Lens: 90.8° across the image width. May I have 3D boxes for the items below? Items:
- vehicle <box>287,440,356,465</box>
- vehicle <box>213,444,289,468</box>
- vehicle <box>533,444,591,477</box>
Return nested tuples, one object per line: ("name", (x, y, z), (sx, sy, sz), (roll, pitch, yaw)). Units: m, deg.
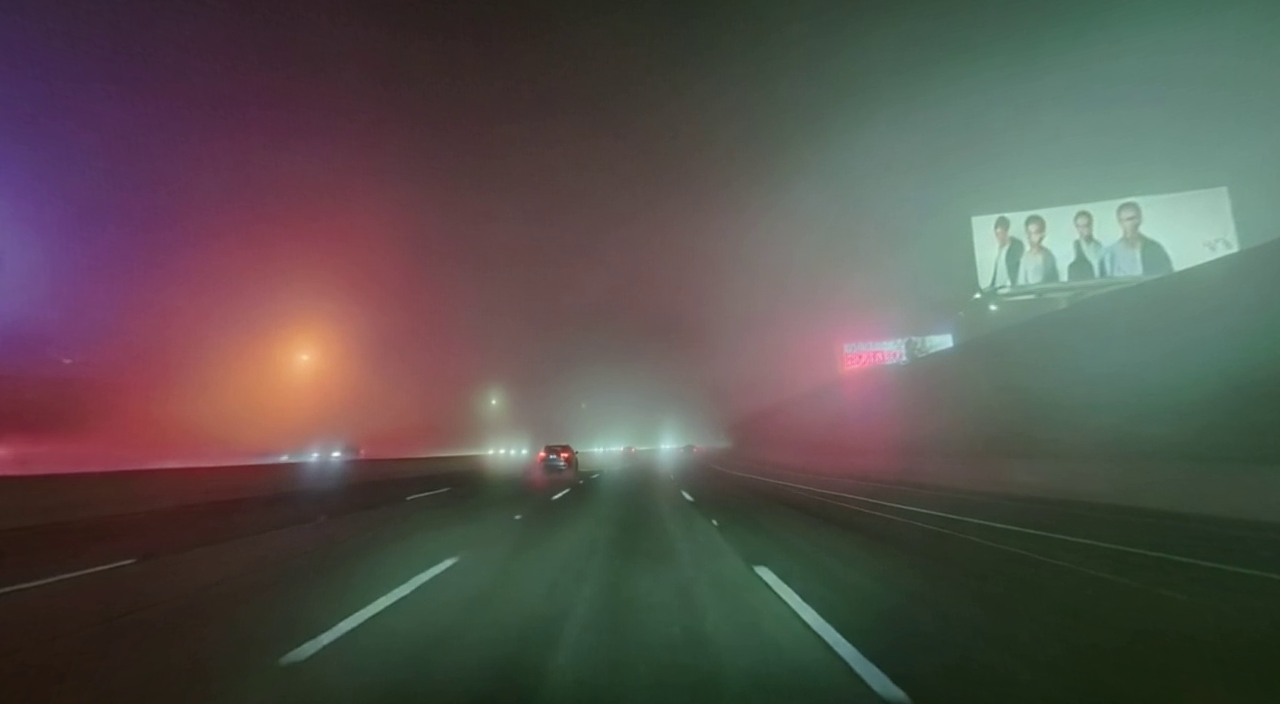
("vehicle", (-21.417, 6.803, 42.713), (2.147, 1.576, 4.500), (-1, -9, 3))
("vehicle", (-25.503, 6.810, 41.640), (2.077, 1.454, 4.492), (0, -9, 2))
("vehicle", (-3.719, 5.261, 30.971), (2.078, 1.457, 4.648), (0, -8, 3))
